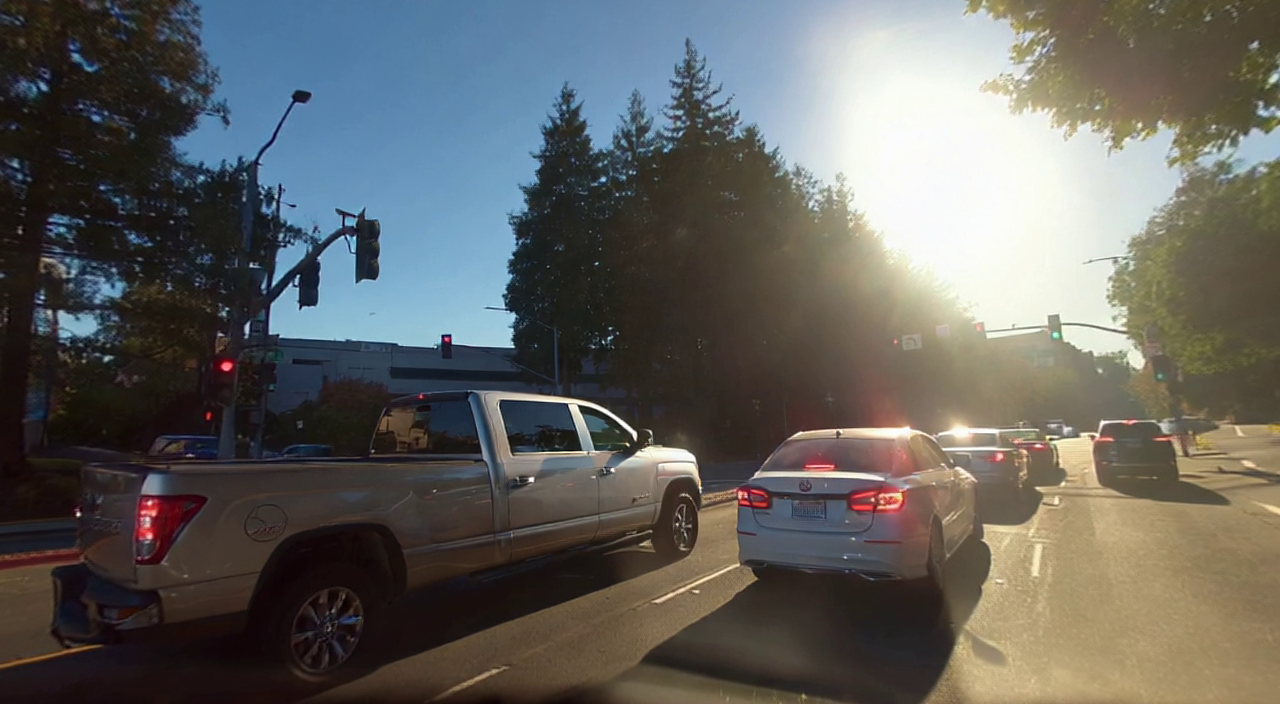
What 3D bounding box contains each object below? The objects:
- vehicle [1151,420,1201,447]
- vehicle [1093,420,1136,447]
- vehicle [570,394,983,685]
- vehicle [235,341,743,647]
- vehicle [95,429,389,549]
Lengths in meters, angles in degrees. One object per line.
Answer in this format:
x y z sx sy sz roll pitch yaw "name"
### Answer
35.760 5.479 42.194 2.183 1.714 4.491 -7 -11 37 "vehicle"
32.797 5.674 43.719 2.160 1.790 4.303 -6 -10 35 "vehicle"
1.714 1.378 5.989 2.027 1.549 4.801 -6 -10 35 "vehicle"
-0.876 1.400 7.468 2.272 2.016 6.146 -4 -9 27 "vehicle"
-8.217 2.760 13.592 2.174 2.057 4.738 -6 -10 33 "vehicle"
